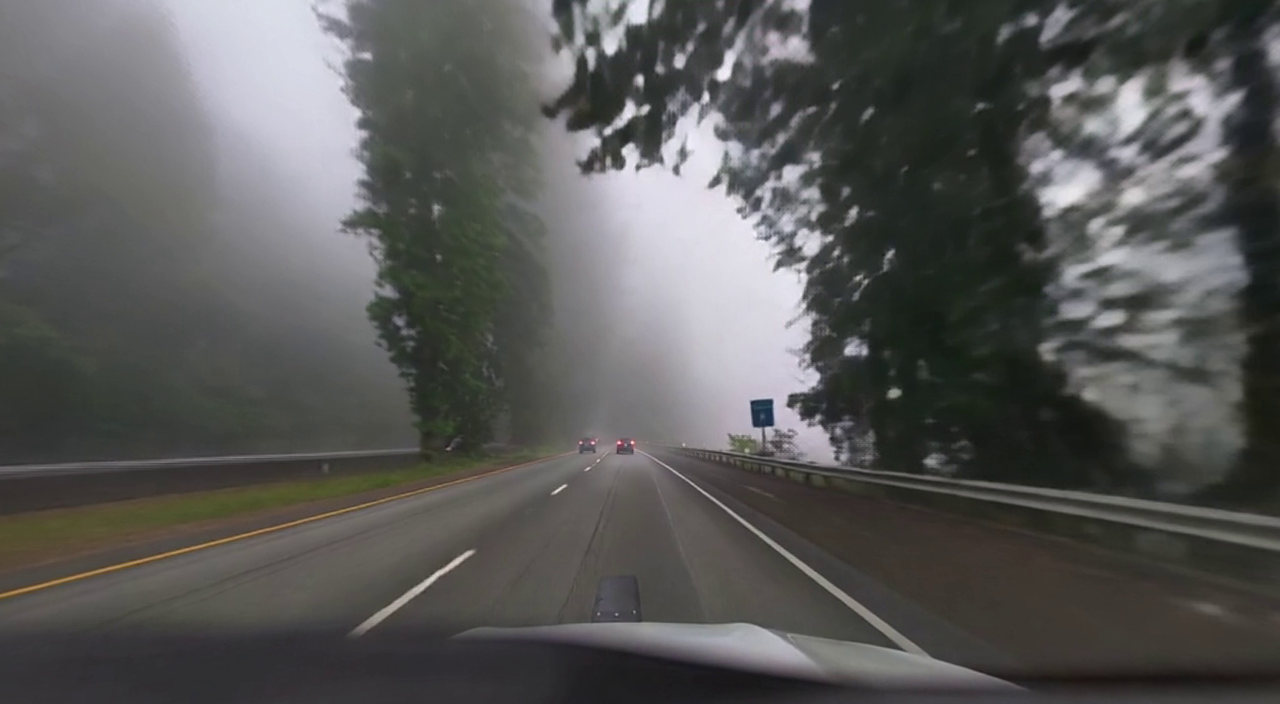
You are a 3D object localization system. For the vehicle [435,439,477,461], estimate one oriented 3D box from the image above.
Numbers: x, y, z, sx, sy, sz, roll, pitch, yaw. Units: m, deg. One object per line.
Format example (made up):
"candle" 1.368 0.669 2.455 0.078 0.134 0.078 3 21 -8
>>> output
"vehicle" -13.353 7.130 45.889 1.851 1.461 4.001 0 -8 -1
